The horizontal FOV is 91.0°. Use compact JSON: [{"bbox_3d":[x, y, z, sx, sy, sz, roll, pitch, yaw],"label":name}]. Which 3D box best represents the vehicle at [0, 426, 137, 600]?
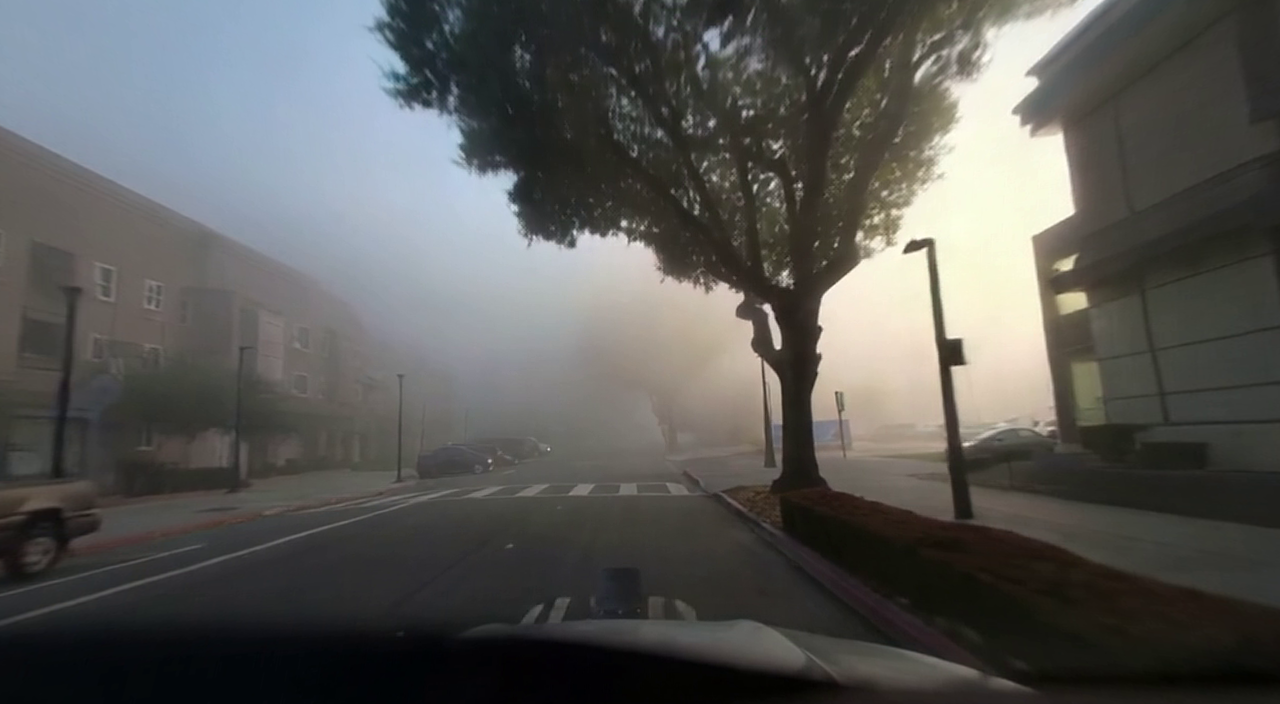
[{"bbox_3d":[-7.481,1.600,5.900,1.950,1.743,4.312,-1,-7,0],"label":"vehicle"}]

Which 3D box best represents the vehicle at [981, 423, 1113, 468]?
[{"bbox_3d":[14.734,3.445,23.150,1.934,1.477,4.373,0,-8,0],"label":"vehicle"}]

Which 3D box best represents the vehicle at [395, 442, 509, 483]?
[{"bbox_3d":[-8.738,5.131,29.520,1.879,1.543,4.778,-13,-13,43],"label":"vehicle"}]

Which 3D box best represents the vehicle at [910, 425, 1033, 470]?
[{"bbox_3d":[11.733,3.419,22.684,1.950,1.429,4.589,0,-8,0],"label":"vehicle"}]

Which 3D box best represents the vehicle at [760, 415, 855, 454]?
[{"bbox_3d":[10.867,5.375,41.075,5.453,1.794,2.011,-7,-6,-1],"label":"vehicle"}]

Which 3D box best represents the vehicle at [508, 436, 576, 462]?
[{"bbox_3d":[-6.993,6.977,45.470,2.050,1.758,4.585,-7,-11,41],"label":"vehicle"}]

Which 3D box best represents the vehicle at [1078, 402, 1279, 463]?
[{"bbox_3d":[19.483,3.023,23.216,2.266,1.971,5.467,1,-8,-6],"label":"vehicle"}]
